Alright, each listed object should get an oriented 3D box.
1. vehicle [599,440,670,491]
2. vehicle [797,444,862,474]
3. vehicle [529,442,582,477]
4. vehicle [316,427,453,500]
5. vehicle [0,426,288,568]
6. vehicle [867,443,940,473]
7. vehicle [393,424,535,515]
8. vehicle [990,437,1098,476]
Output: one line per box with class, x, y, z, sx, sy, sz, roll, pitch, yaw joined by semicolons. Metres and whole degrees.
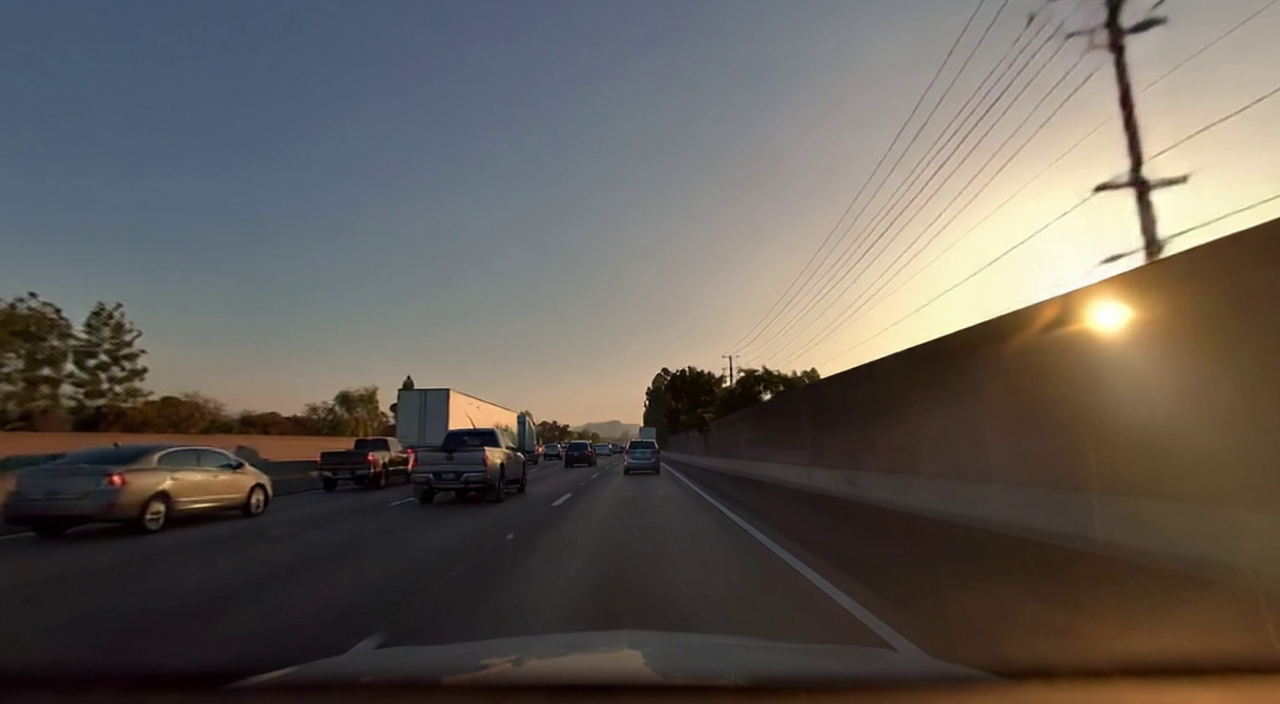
vehicle;-0.172;3.662;20.731;2.089;1.477;3.818;0;-9;0
vehicle;10.274;5.831;34.618;1.974;1.495;4.734;0;-9;-1
vehicle;-3.776;4.885;28.923;1.870;1.485;4.304;0;-9;0
vehicle;-6.937;3.071;17.735;2.027;1.762;4.386;0;-9;-1
vehicle;-7.631;1.922;9.238;2.165;1.511;4.810;0;-9;0
vehicle;14.310;5.782;34.687;1.949;1.472;4.795;0;-9;0
vehicle;-3.733;2.578;14.324;1.923;1.716;4.289;0;-9;1
vehicle;17.809;4.608;28.135;1.936;1.591;4.362;0;-9;1
